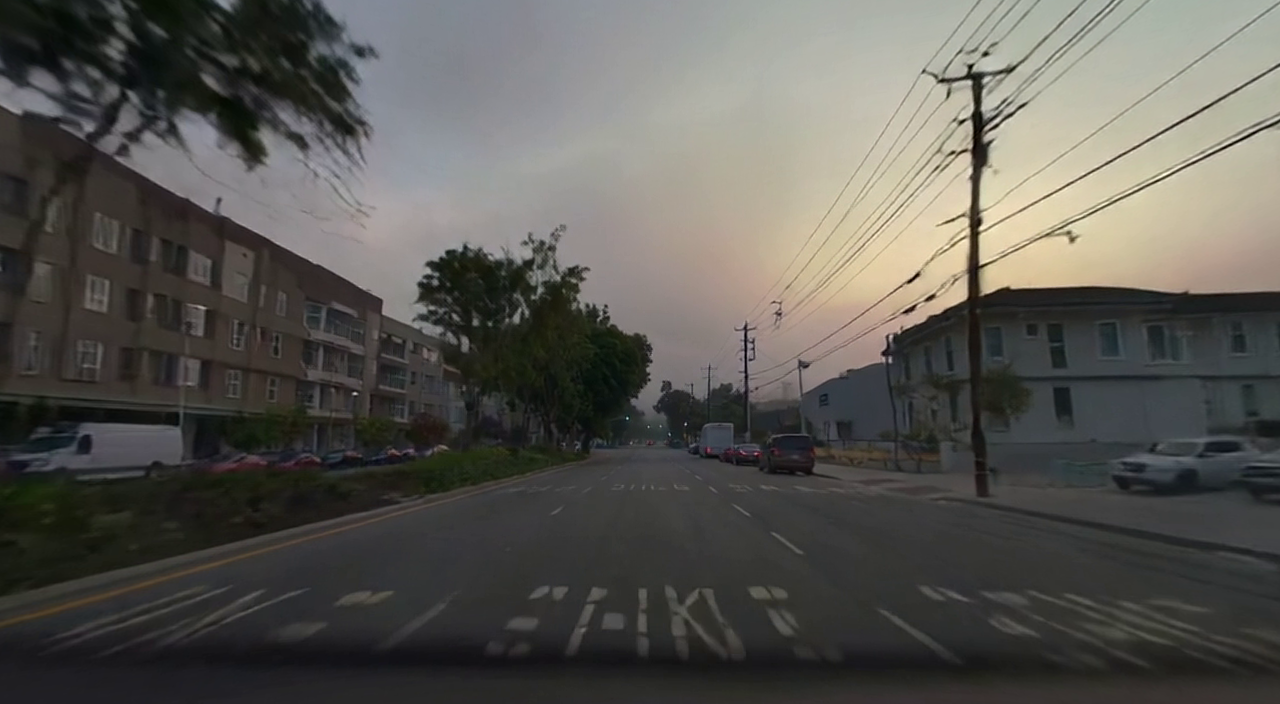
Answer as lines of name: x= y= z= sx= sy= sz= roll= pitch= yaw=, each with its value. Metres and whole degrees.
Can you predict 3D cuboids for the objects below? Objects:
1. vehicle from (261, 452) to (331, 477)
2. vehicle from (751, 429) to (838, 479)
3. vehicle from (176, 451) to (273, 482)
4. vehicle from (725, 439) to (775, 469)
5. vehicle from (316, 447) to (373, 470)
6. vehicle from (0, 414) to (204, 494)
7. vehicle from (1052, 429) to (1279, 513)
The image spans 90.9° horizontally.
vehicle: x=-22.072 y=7.211 z=40.645 sx=1.907 sy=1.404 sz=4.413 roll=-1 pitch=-8 yaw=3
vehicle: x=7.061 y=4.763 z=29.670 sx=2.563 sy=2.090 sz=6.077 roll=0 pitch=-8 yaw=0
vehicle: x=-22.284 y=6.128 z=34.067 sx=1.877 sy=1.473 sz=4.892 roll=0 pitch=-8 yaw=1
vehicle: x=7.199 y=6.768 z=42.016 sx=2.258 sy=1.845 sz=5.381 roll=0 pitch=-8 yaw=-1
vehicle: x=-22.055 y=7.977 z=47.250 sx=1.778 sy=1.533 sz=4.967 roll=-2 pitch=-8 yaw=2
vehicle: x=-22.328 y=4.250 z=26.628 sx=2.397 sy=2.865 sz=7.296 roll=0 pitch=-8 yaw=1
vehicle: x=11.848 y=2.582 z=14.238 sx=1.970 sy=1.551 sz=4.713 roll=0 pitch=-8 yaw=1
